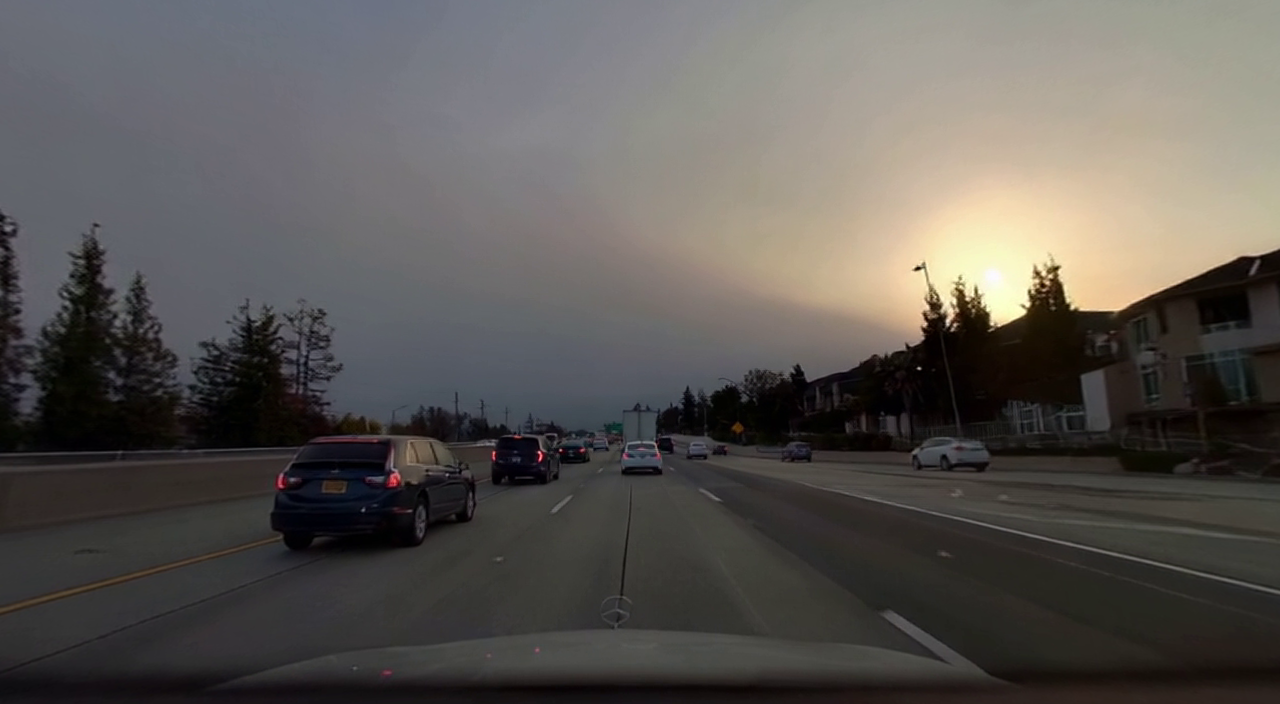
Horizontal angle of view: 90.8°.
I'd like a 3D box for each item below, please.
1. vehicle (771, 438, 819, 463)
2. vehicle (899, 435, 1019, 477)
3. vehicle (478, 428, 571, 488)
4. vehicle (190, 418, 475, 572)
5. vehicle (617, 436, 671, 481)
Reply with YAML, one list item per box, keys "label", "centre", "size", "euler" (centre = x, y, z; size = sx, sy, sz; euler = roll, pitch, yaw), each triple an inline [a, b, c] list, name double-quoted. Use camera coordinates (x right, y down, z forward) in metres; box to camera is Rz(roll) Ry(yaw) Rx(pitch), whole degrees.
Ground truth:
- label: "vehicle"
  centre: [11.020, 7.027, 45.119]
  size: [2.048, 1.674, 4.106]
  euler: [1, -9, -5]
- label: "vehicle"
  centre: [12.467, 4.089, 25.108]
  size: [1.905, 1.490, 4.826]
  euler: [1, -9, -5]
- label: "vehicle"
  centre: [-4.052, 3.857, 23.294]
  size: [2.301, 1.944, 5.482]
  euler: [0, -9, 1]
- label: "vehicle"
  centre: [-3.908, 1.874, 8.997]
  size: [1.988, 1.668, 4.021]
  euler: [0, -9, 0]
- label: "vehicle"
  centre: [0.142, 4.363, 26.163]
  size: [2.063, 1.703, 4.203]
  euler: [0, -9, 0]
